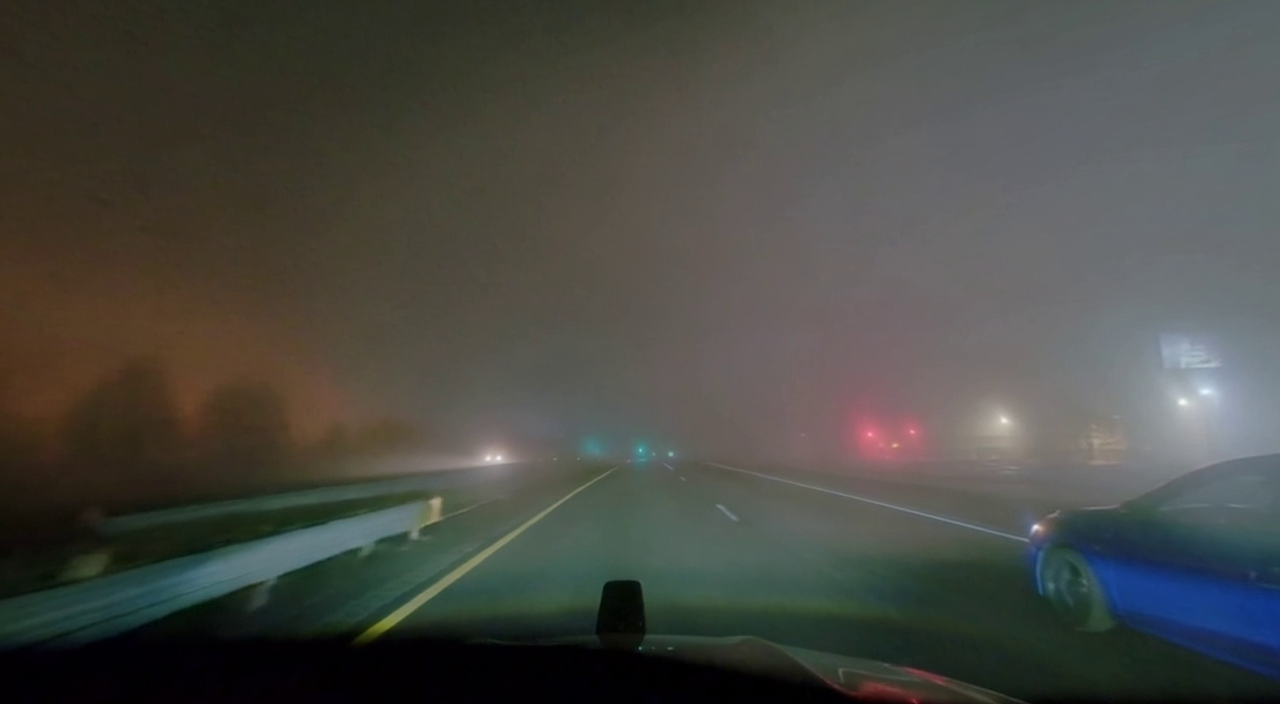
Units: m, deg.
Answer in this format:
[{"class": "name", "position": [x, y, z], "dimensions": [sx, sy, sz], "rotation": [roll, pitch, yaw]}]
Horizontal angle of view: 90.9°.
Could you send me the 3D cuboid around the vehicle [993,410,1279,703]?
[{"class": "vehicle", "position": [4.200, 1.040, 3.183], "dimensions": [2.053, 1.490, 4.799], "rotation": [-1, -8, 0]}]
